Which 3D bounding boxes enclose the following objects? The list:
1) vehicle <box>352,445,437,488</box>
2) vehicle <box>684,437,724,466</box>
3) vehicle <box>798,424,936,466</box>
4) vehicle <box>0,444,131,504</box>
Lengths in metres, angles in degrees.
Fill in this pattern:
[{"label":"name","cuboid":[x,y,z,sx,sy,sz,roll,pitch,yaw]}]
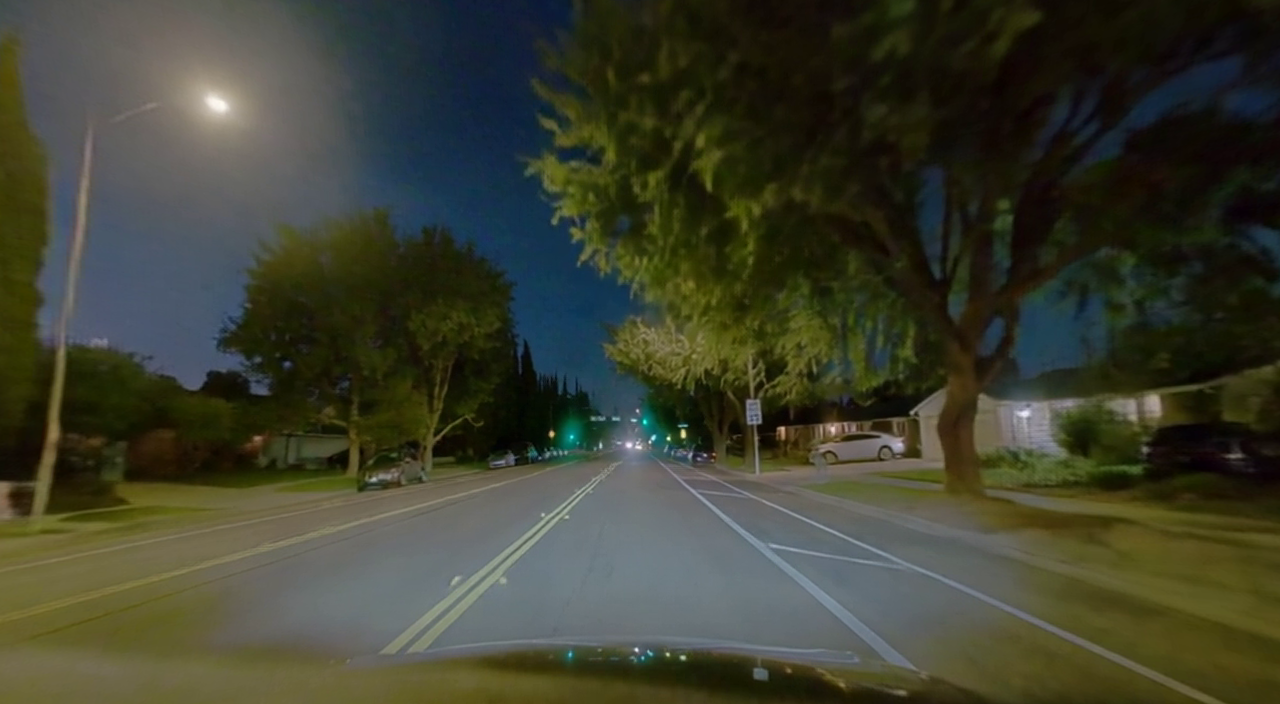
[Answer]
[{"label":"vehicle","cuboid":[-10.952,5.148,28.559,2.082,1.661,4.403,-2,-10,0]},{"label":"vehicle","cuboid":[4.388,6.939,44.109,2.215,1.886,4.577,1,-8,-2]},{"label":"vehicle","cuboid":[12.404,5.122,34.862,6.619,1.884,2.225,-3,-8,0]},{"label":"vehicle","cuboid":[-18.958,3.752,19.643,4.465,1.728,1.904,0,-8,-1]}]
